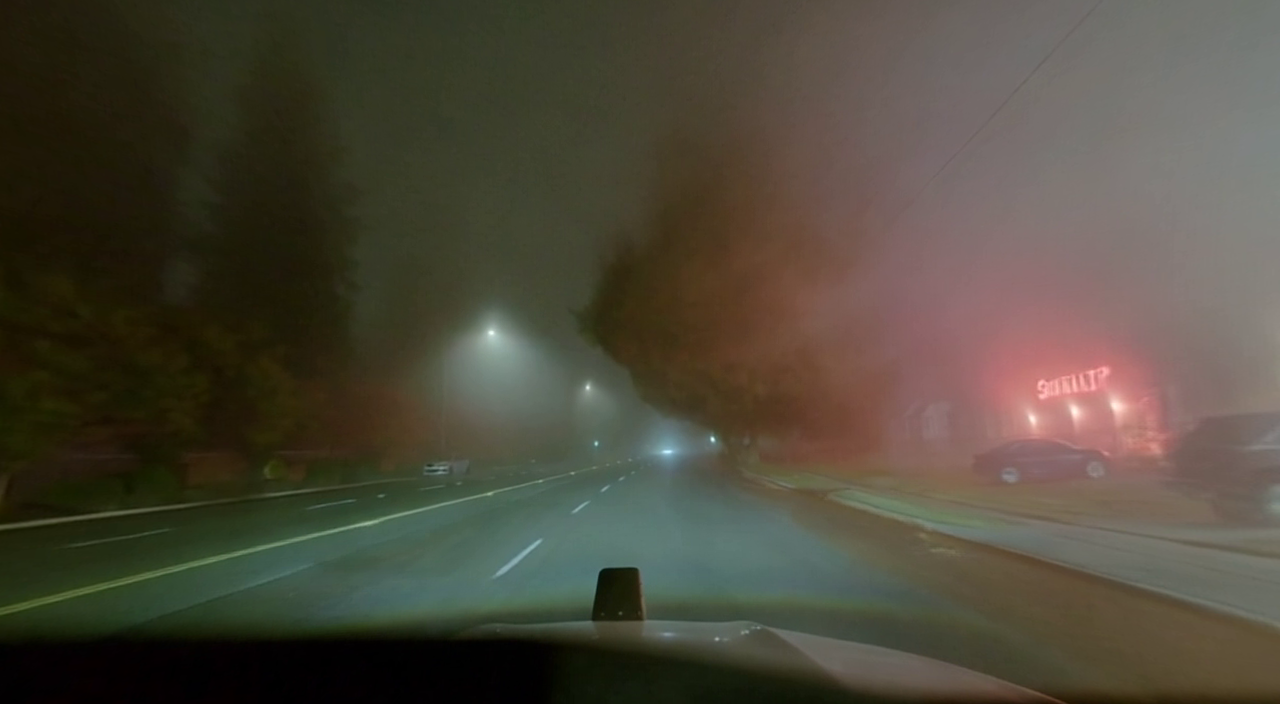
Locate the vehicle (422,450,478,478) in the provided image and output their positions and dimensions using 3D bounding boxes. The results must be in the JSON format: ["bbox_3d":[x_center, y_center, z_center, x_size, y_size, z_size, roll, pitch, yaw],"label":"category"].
[{"bbox_3d":[-11.987,7.064,40.130,1.859,1.496,4.390,-5,-9,4],"label":"vehicle"}]

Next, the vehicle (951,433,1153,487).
[{"bbox_3d":[11.762,3.117,18.321,4.455,1.442,1.837,-1,-8,5],"label":"vehicle"}]

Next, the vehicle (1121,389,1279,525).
[{"bbox_3d":[11.015,1.565,9.644,5.369,1.860,2.163,-1,-8,4],"label":"vehicle"}]
